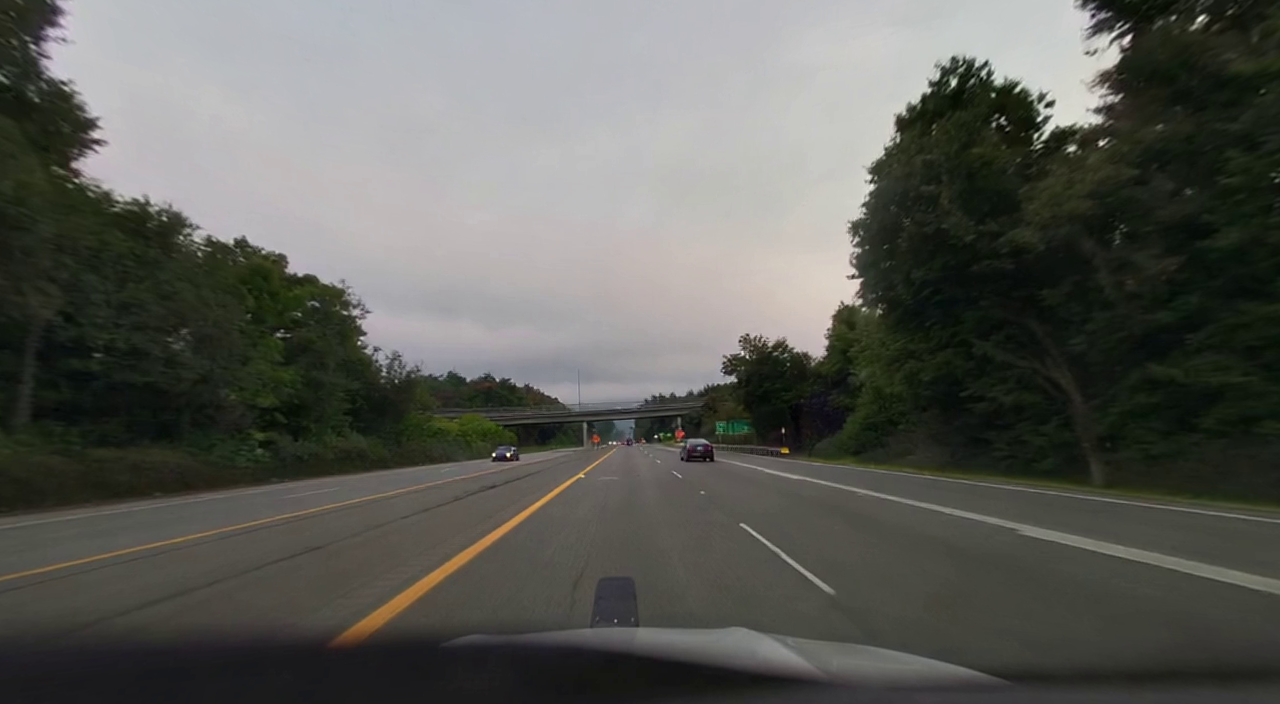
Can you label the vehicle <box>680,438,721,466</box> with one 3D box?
[{"bbox_3d":[3.278,5.510,34.820,1.781,1.470,3.540,0,-8,-2],"label":"vehicle"}]
